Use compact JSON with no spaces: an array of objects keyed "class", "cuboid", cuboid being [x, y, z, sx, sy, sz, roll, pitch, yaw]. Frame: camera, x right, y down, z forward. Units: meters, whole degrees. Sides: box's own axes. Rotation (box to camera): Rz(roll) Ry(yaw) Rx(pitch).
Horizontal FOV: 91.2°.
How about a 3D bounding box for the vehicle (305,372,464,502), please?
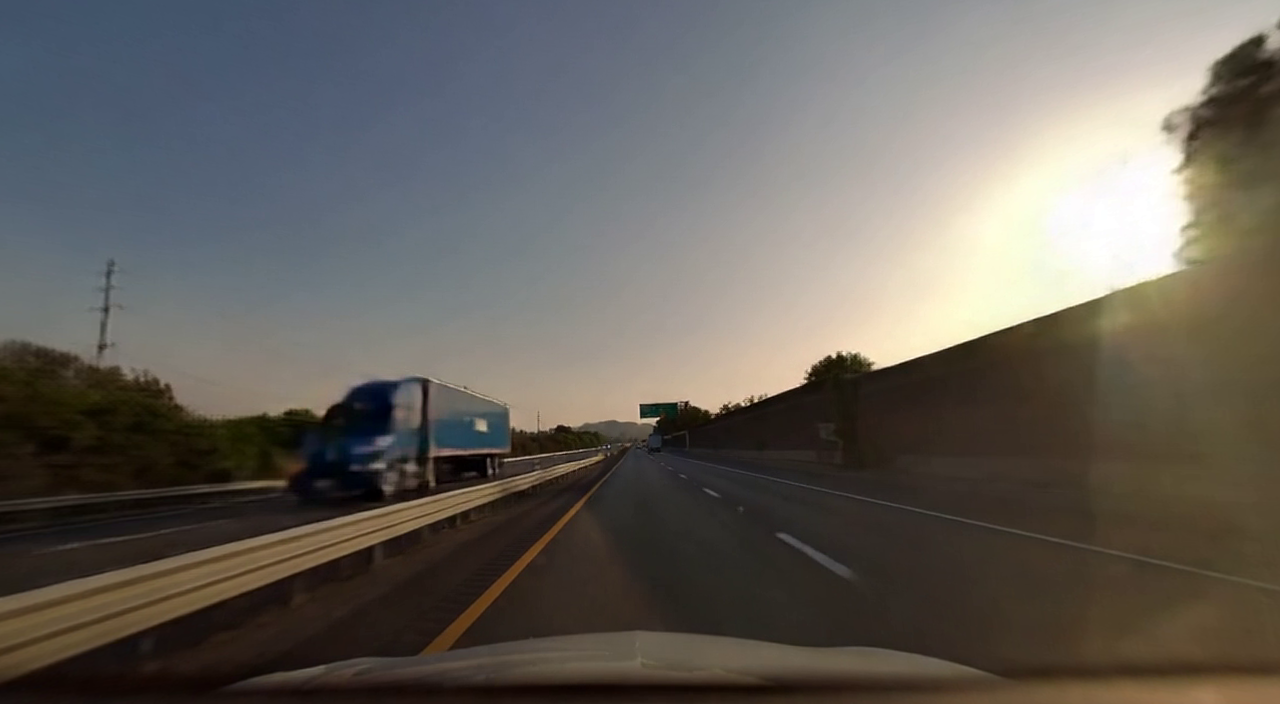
[{"class":"vehicle","cuboid":[-8.765,3.077,22.489,3.106,3.995,5.903,0,-9,0]}]
